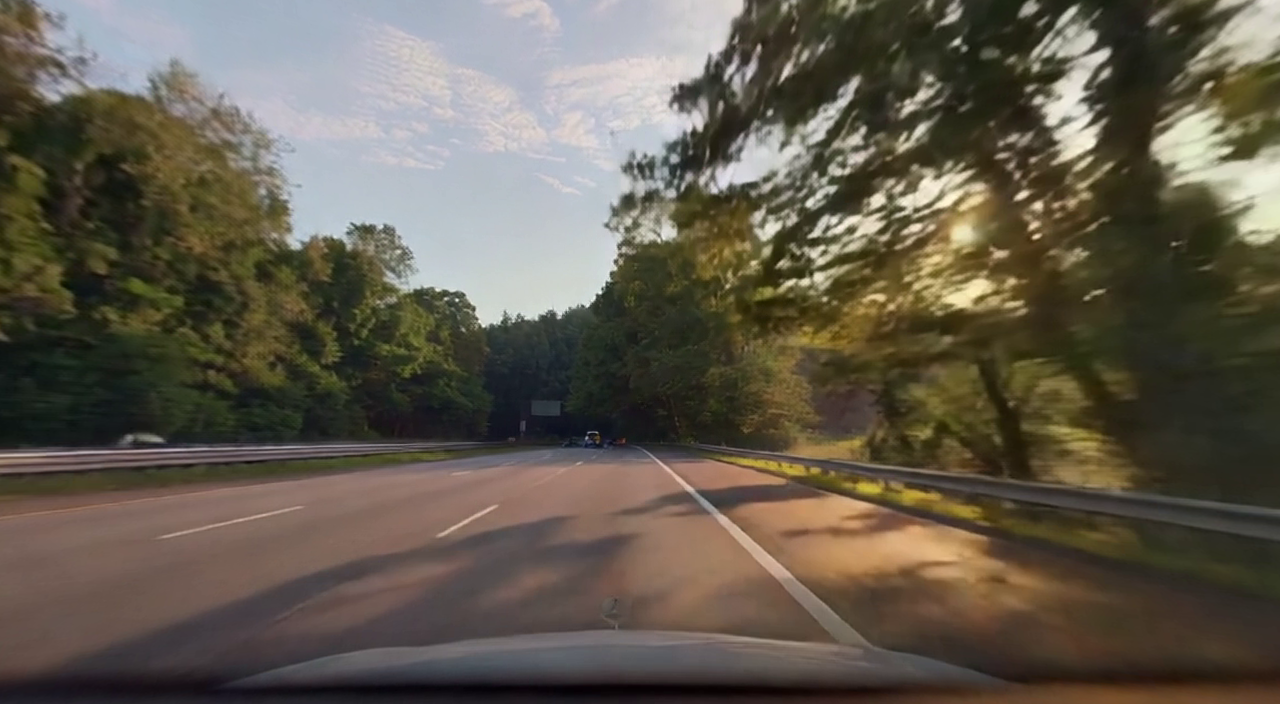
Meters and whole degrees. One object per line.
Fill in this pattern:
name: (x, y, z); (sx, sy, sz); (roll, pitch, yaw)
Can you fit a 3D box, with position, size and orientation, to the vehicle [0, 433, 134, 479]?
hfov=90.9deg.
vehicle: (-20.853, 3.657, 22.590); (1.860, 1.477, 4.364); (0, -8, -1)
